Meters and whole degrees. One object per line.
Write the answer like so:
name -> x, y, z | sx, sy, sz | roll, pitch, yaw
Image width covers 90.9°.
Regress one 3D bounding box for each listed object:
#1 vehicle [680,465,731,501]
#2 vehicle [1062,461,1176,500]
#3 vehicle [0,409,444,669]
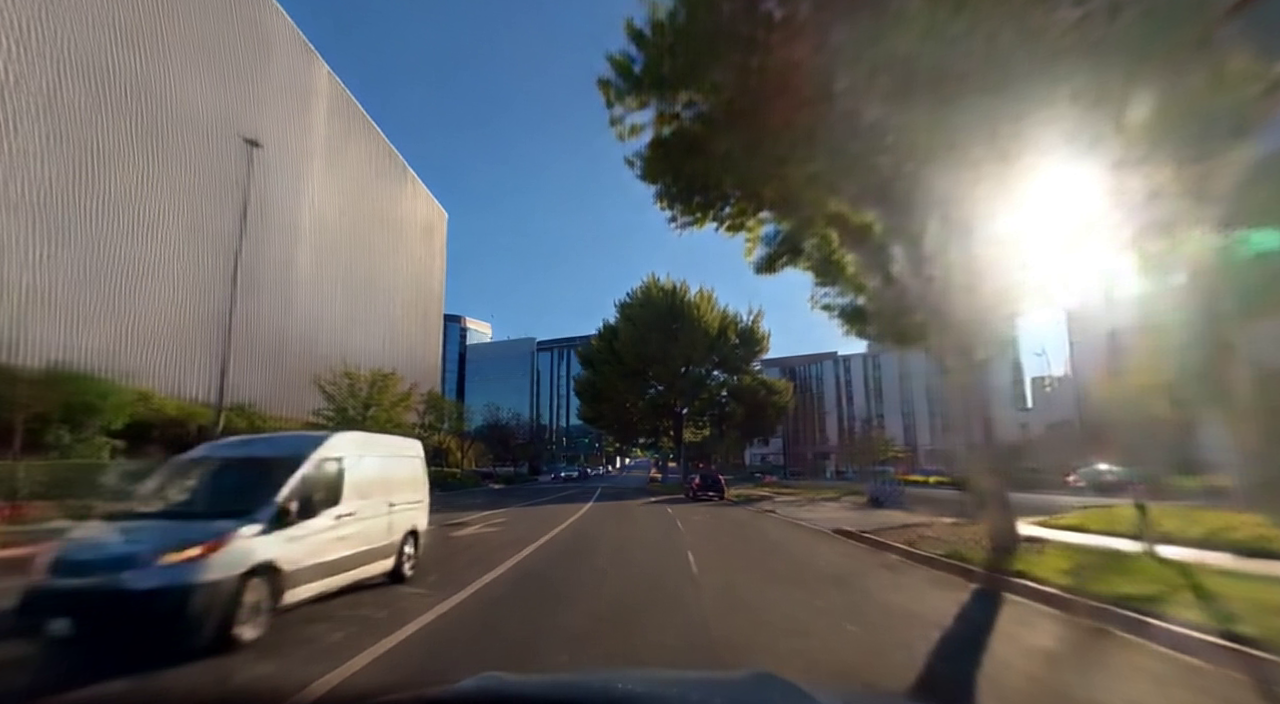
vehicle -> 2.889, 5.851, 28.387 | 1.899, 1.470, 3.666 | 1, -10, 0
vehicle -> 17.569, 4.712, 23.226 | 2.767, 1.307, 1.673 | -1, -10, 2
vehicle -> -3.629, 1.601, 6.287 | 1.956, 1.680, 4.126 | 0, -10, 0
